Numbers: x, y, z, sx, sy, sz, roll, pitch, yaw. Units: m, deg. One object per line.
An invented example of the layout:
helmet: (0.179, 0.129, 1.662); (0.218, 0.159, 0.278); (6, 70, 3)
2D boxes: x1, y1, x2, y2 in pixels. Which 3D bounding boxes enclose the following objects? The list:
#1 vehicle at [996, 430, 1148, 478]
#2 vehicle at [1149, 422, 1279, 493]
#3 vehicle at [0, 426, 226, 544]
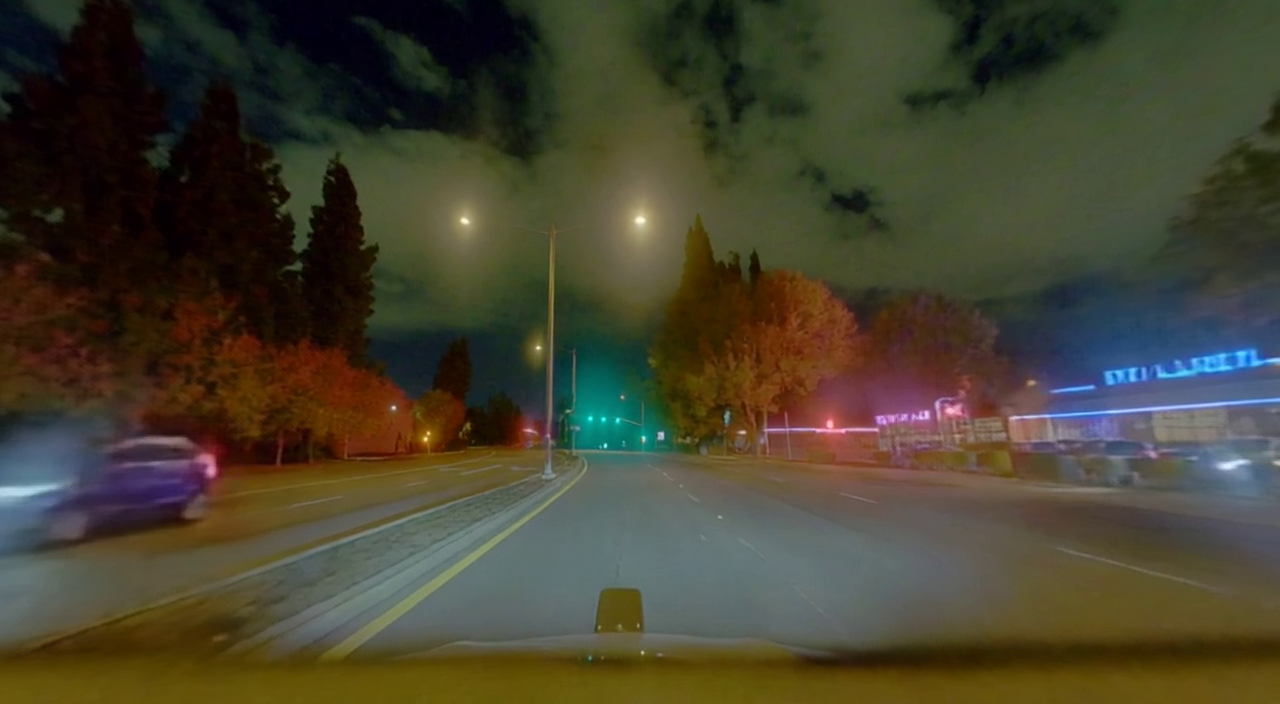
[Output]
vehicle: (17.201, 4.064, 25.306); (4.660, 1.814, 2.099); (1, -9, -8)
vehicle: (17.182, 2.827, 17.120); (4.889, 1.736, 2.339); (1, -8, -6)
vehicle: (-9.056, 1.948, 9.720); (2.094, 1.485, 4.446); (-1, -9, 5)
